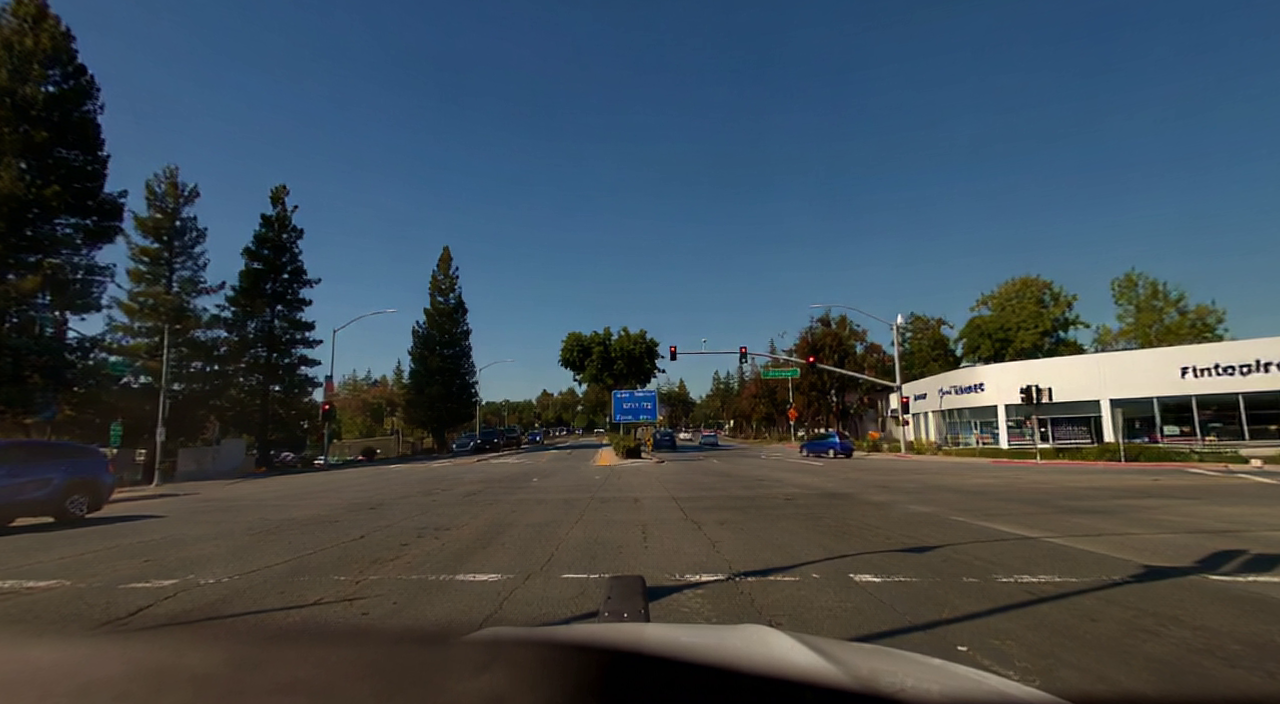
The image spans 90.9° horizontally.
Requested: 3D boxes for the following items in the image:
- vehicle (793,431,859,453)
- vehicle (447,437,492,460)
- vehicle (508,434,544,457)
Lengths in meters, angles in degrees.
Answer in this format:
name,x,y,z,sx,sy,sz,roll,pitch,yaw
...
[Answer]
name,x,y,z,sx,sy,sz,roll,pitch,yaw
vehicle,13.146,6.448,44.850,1.781,1.448,4.560,4,-10,-26
vehicle,-11.787,6.691,43.891,2.111,1.499,4.371,0,-9,-3
vehicle,-8.075,6.664,45.084,1.920,1.546,4.086,0,-9,-1
